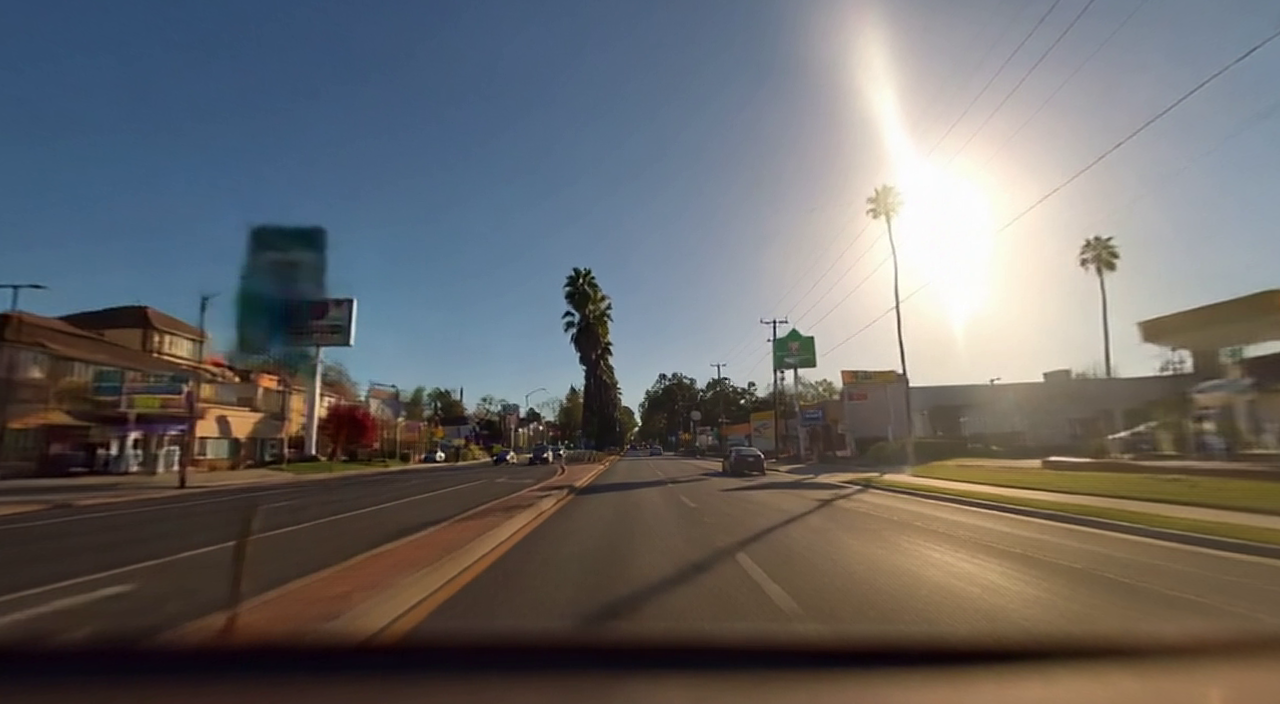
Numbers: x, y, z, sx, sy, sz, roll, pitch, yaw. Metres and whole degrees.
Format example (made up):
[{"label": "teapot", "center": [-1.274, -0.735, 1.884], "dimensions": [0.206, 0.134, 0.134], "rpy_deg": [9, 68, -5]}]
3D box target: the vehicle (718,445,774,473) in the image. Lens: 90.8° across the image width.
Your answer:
[{"label": "vehicle", "center": [5.892, 6.004, 35.654], "dimensions": [2.261, 1.479, 4.403], "rpy_deg": [0, -8, -2]}]
